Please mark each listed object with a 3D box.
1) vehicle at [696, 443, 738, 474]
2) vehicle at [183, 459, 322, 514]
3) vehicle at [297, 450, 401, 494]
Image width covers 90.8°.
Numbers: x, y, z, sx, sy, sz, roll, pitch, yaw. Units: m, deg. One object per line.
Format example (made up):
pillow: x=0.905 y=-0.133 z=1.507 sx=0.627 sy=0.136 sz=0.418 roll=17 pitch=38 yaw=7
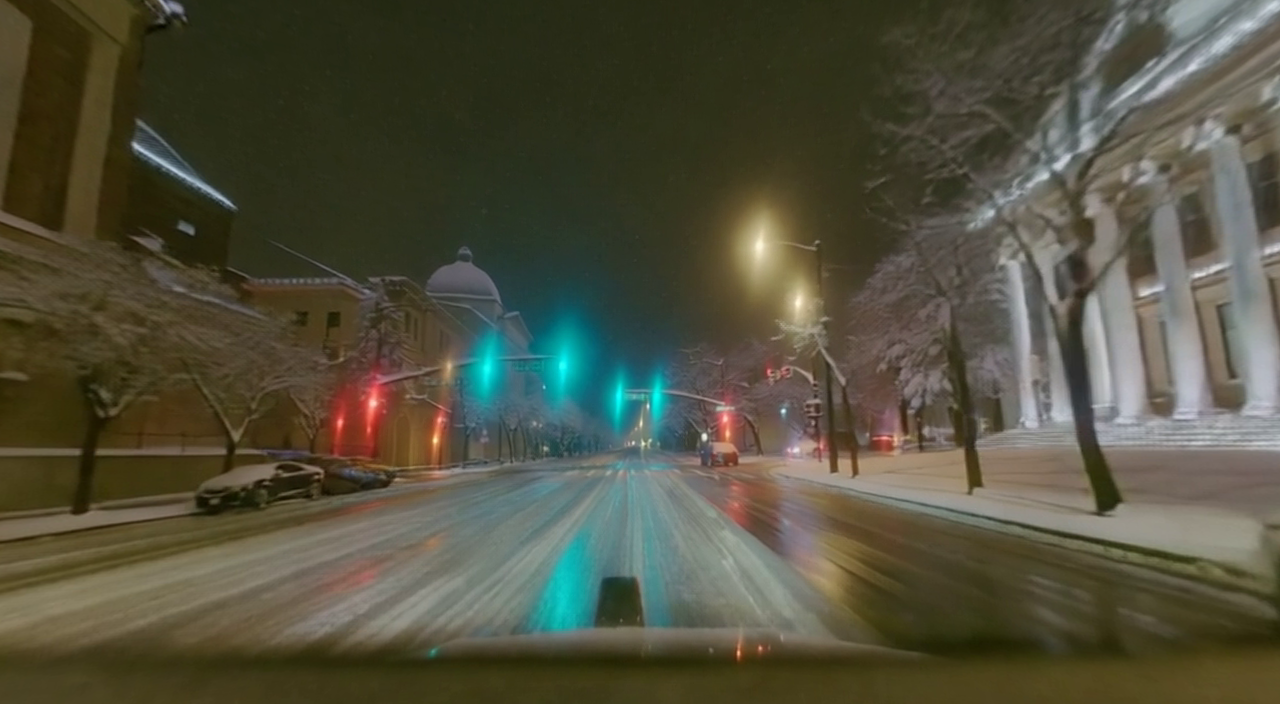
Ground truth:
vehicle: x=4.156 y=5.714 z=34.118 sx=2.085 sy=1.530 sz=4.125 roll=-1 pitch=-8 yaw=7
vehicle: x=-12.415 y=4.298 z=20.626 sx=1.767 sy=1.455 sz=4.389 roll=0 pitch=-8 yaw=0
vehicle: x=-12.539 y=5.154 z=27.724 sx=2.011 sy=1.668 sz=5.474 roll=0 pitch=-8 yaw=0
